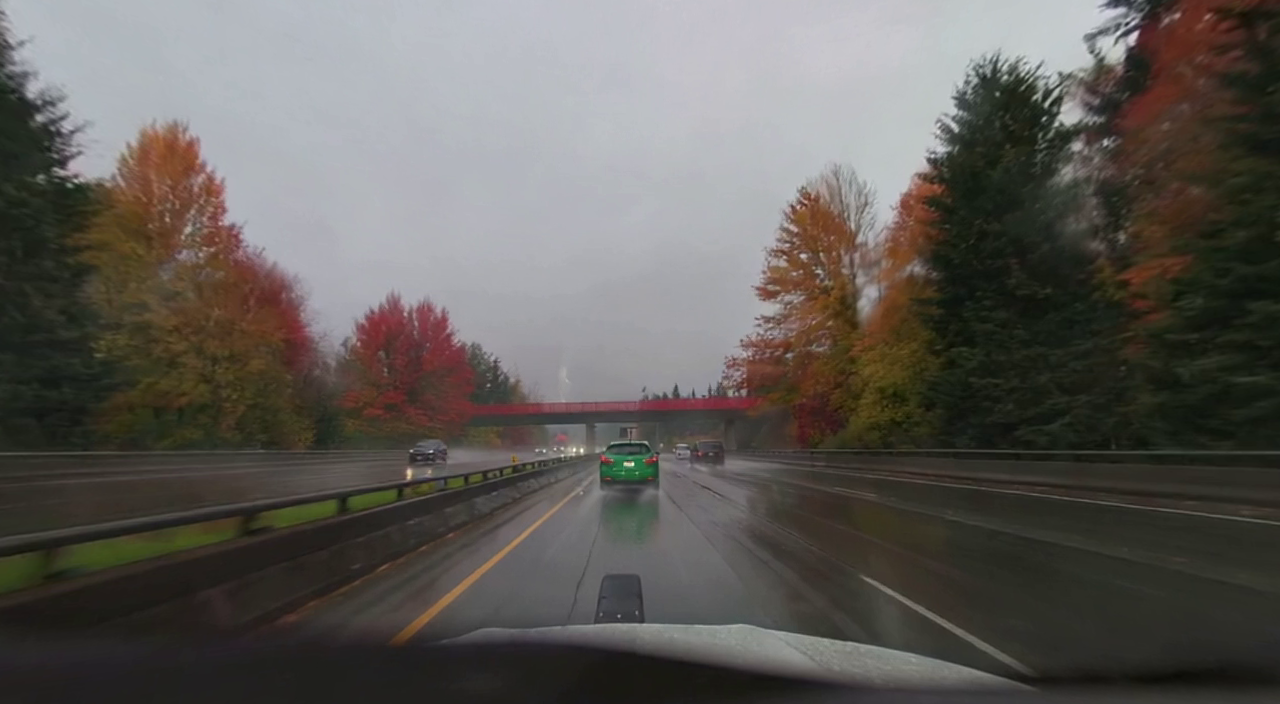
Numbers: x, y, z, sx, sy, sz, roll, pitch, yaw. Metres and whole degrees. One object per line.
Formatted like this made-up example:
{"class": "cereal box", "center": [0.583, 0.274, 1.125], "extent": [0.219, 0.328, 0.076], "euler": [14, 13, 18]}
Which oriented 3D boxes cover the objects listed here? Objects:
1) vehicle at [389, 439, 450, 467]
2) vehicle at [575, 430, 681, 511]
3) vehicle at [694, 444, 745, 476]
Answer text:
{"class": "vehicle", "center": [-13.559, 6.222, 38.802], "extent": [2.058, 1.624, 4.697], "euler": [0, -9, 0]}
{"class": "vehicle", "center": [-0.270, 2.846, 15.524], "extent": [2.259, 1.699, 4.015], "euler": [0, -9, 0]}
{"class": "vehicle", "center": [3.919, 5.390, 31.462], "extent": [1.894, 1.487, 3.751], "euler": [0, -9, -3]}
